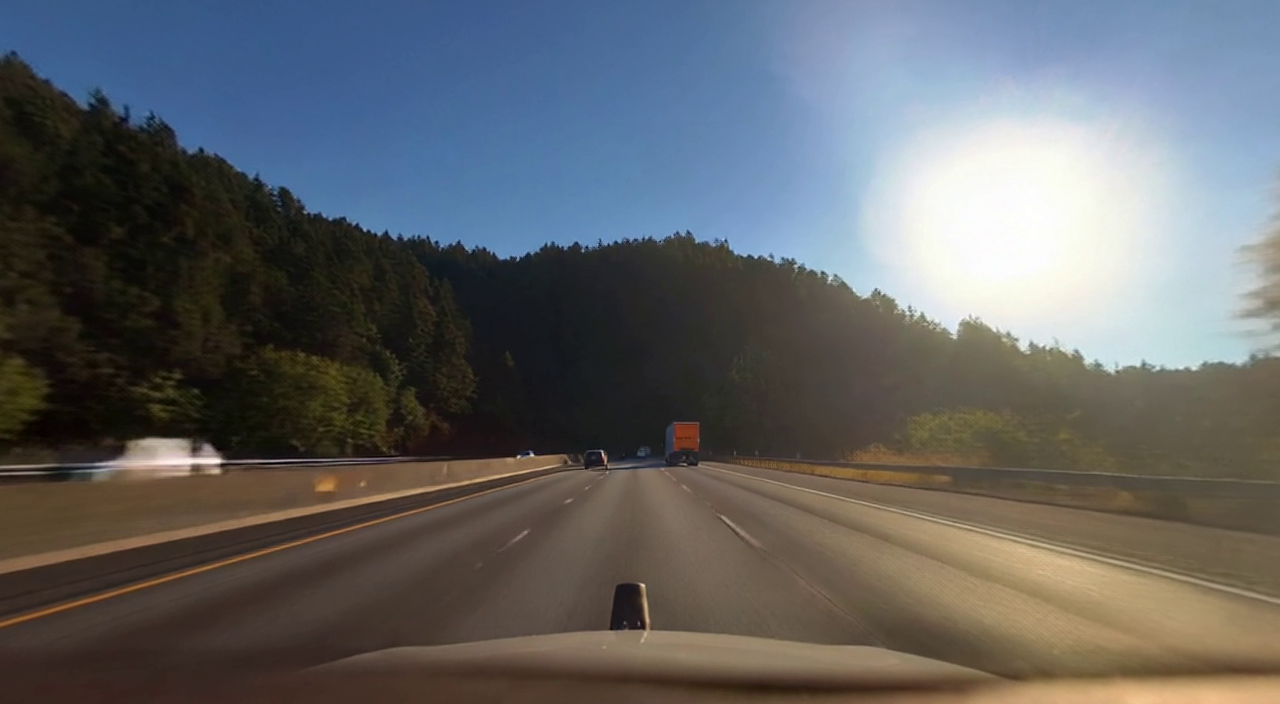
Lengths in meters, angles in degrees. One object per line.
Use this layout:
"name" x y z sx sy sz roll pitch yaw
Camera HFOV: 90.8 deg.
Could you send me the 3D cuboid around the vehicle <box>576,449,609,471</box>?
"vehicle" -3.393 7.843 46.113 2.091 1.522 4.301 0 -9 0
